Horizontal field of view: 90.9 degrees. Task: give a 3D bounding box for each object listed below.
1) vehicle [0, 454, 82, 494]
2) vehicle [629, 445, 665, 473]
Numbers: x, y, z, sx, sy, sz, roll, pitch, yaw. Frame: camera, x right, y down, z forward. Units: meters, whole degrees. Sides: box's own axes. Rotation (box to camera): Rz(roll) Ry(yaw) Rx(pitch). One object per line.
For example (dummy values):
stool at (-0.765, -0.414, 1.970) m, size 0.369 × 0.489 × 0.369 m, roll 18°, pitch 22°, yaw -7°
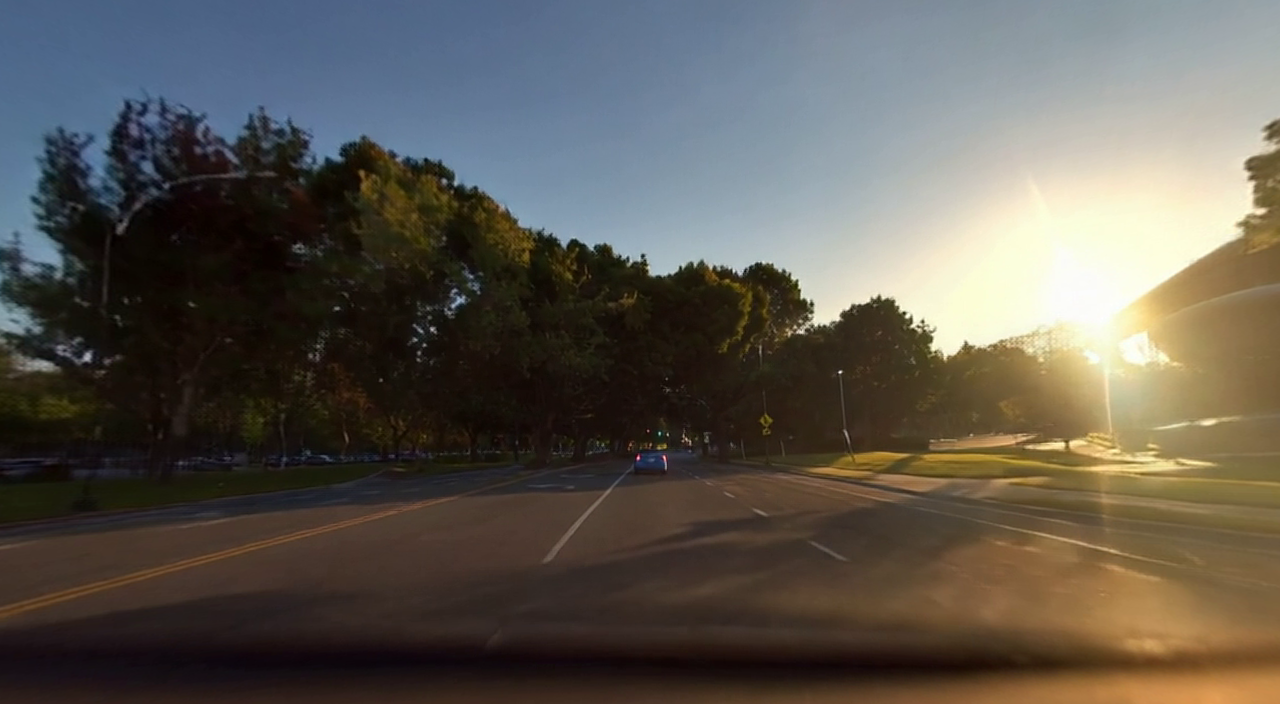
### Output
vehicle at (-29.861, 5.860, 30.150) m, size 4.508 × 1.698 × 2.101 m, roll -4°, pitch -9°, yaw 5°
vehicle at (0.384, 6.185, 36.603) m, size 1.978 × 1.499 × 3.915 m, roll 0°, pitch -8°, yaw 0°
